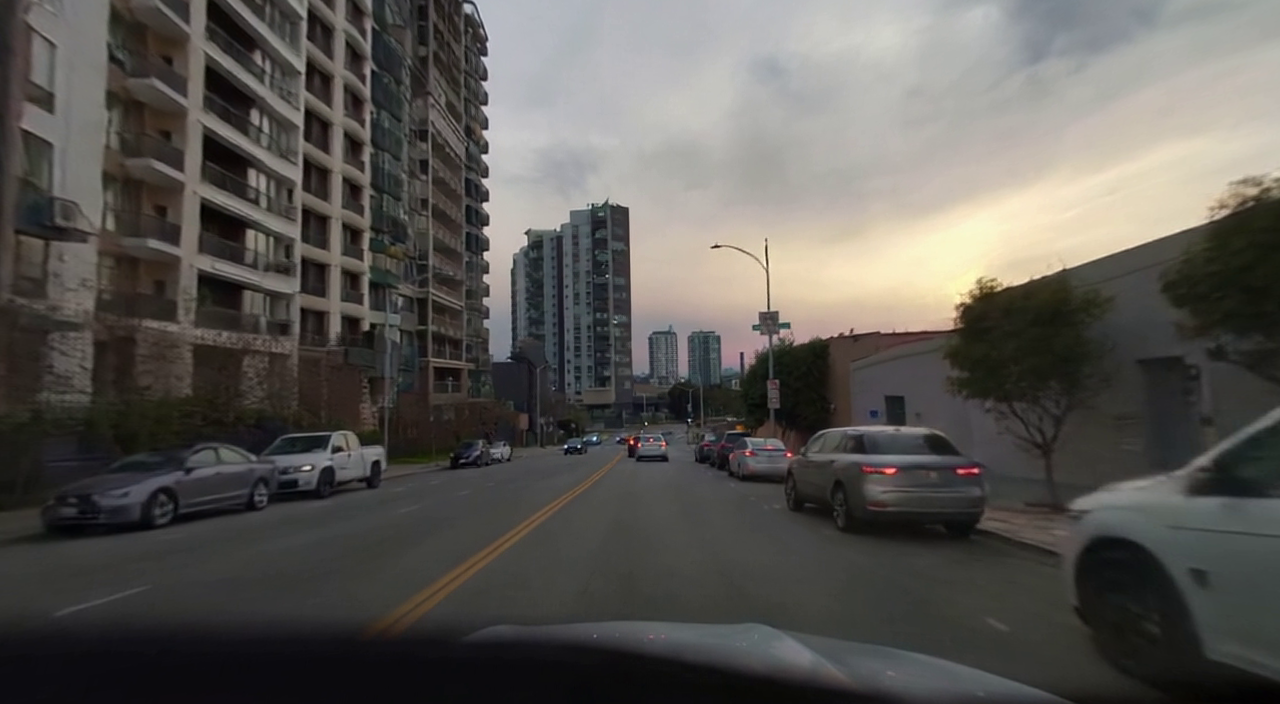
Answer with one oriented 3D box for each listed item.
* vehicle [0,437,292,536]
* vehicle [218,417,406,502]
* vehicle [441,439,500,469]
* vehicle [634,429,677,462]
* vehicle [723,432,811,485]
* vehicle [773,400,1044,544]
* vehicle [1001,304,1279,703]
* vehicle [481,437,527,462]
[{"bbox_3d":[-9.269,2.476,12.374,2.089,1.549,4.597,-1,-8,2],"label":"vehicle"},{"bbox_3d":[-9.067,3.030,18.234,2.457,2.048,5.461,0,-8,0],"label":"vehicle"},{"bbox_3d":[-8.892,5.394,33.527,2.021,1.474,4.337,0,-8,-1],"label":"vehicle"},{"bbox_3d":[0.853,5.235,35.296,2.261,1.740,4.065,0,-8,1],"label":"vehicle"},{"bbox_3d":[3.873,3.330,20.044,2.033,1.470,4.502,0,-8,2],"label":"vehicle"},{"bbox_3d":[3.876,1.836,10.343,2.260,1.789,4.810,0,-8,-1],"label":"vehicle"},{"bbox_3d":[3.775,0.653,1.936,2.327,1.864,4.981,0,-8,0],"label":"vehicle"},{"bbox_3d":[-8.893,6.407,41.482,2.002,1.546,4.339,0,-8,0],"label":"vehicle"}]
